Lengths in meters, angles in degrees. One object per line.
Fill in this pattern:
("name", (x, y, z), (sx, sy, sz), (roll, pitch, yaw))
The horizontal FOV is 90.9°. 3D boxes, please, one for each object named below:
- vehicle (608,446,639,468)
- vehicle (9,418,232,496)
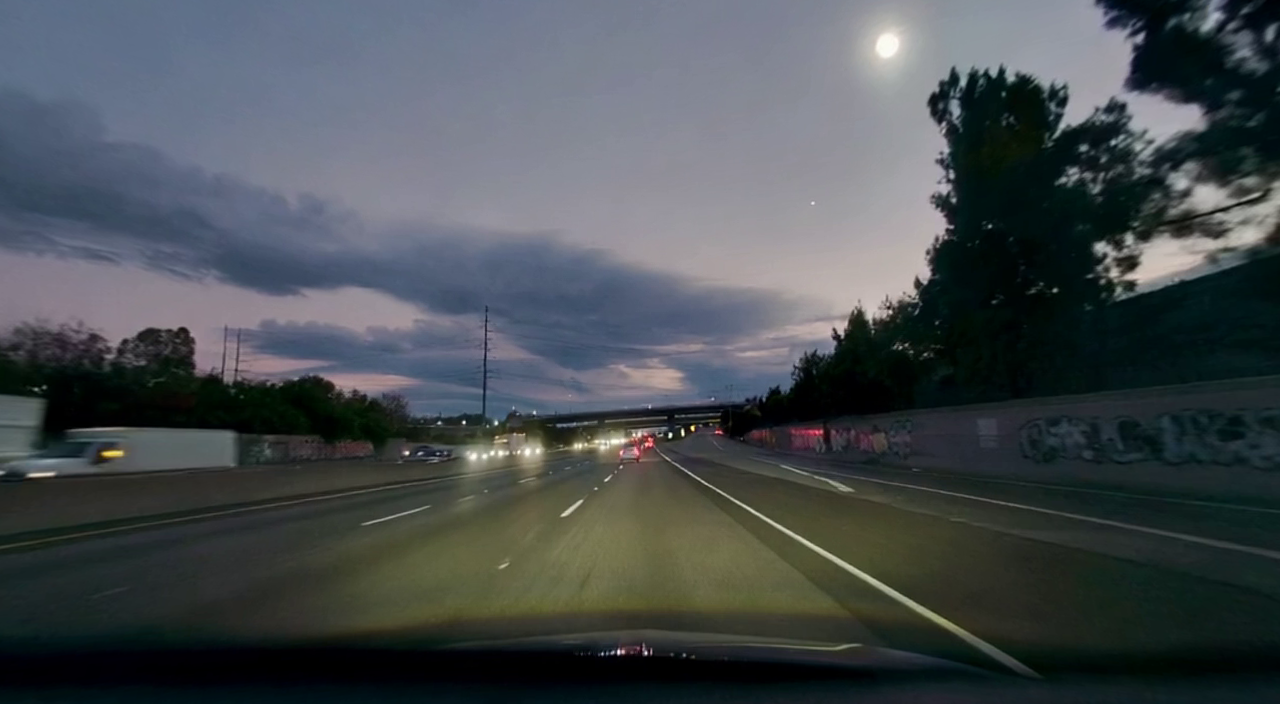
("vehicle", (-1.185, 7.728, 46.404), (2.041, 1.528, 4.353), (-1, -9, 2))
("vehicle", (-20.217, 4.165, 25.297), (2.870, 2.654, 6.958), (0, -9, 1))
